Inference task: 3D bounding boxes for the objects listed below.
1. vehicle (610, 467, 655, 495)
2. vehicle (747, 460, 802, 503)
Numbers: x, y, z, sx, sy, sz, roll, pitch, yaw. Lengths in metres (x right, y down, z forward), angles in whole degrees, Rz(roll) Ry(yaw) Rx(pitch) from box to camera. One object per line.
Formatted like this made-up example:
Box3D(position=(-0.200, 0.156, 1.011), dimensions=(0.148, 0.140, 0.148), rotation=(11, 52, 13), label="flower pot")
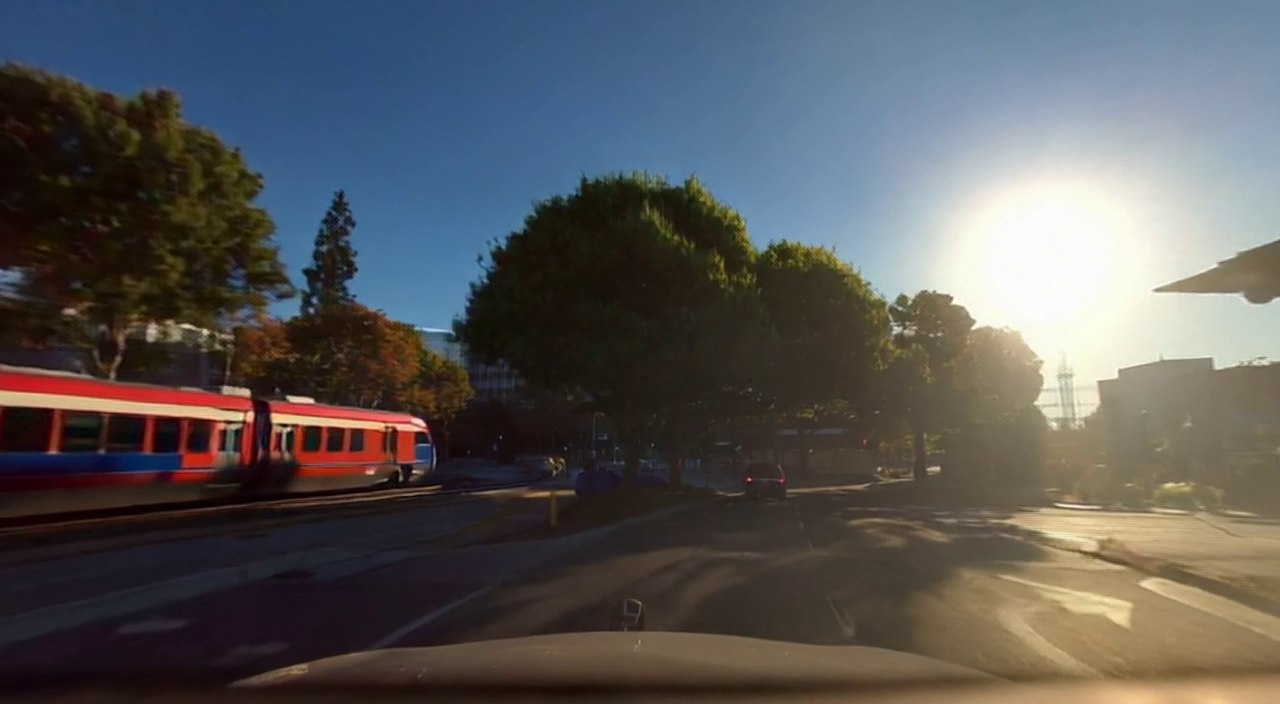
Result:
Box3D(position=(-0.426, 8.142, 40.103), dimensions=(2.042, 1.531, 4.403), rotation=(-2, -9, 11), label="vehicle")
Box3D(position=(6.294, 5.966, 29.463), dimensions=(2.263, 1.765, 4.237), rotation=(-2, -9, 13), label="vehicle")
